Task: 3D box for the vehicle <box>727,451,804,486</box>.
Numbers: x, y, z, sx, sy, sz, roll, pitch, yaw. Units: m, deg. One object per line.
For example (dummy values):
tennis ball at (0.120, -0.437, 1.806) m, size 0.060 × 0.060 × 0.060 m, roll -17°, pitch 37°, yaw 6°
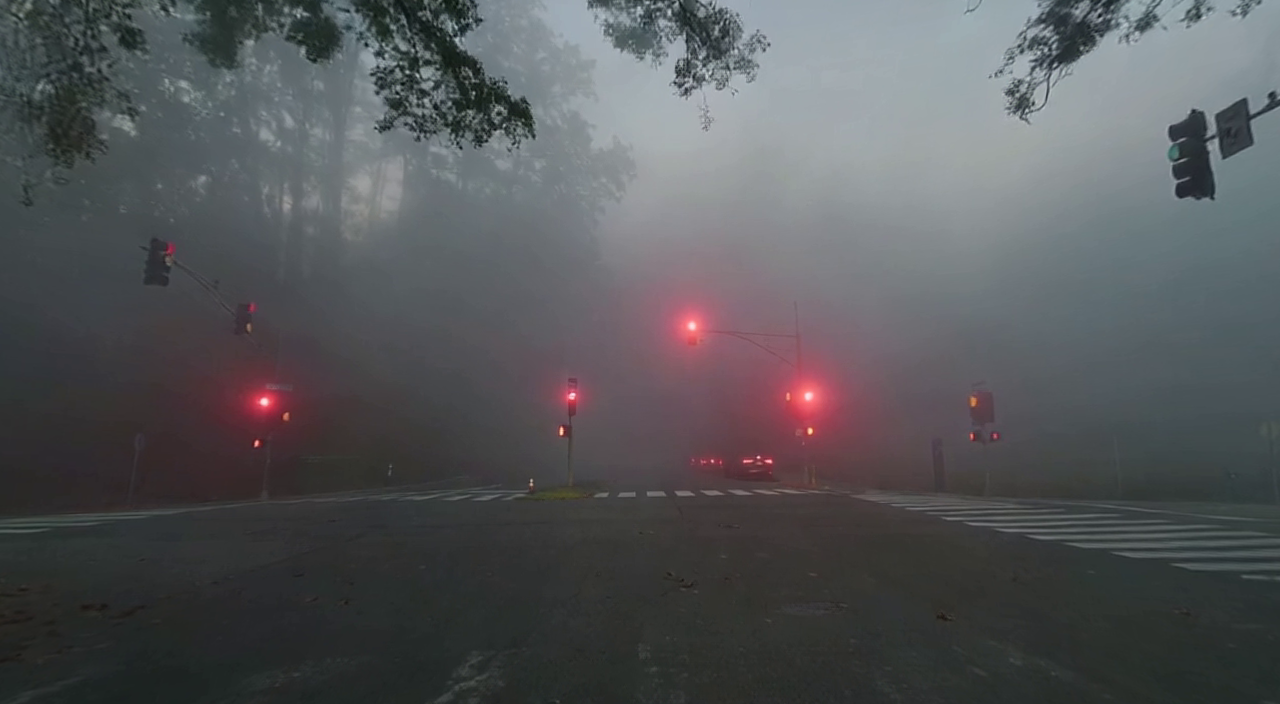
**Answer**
vehicle at (8.819, 8.253, 45.446) m, size 2.771 × 2.214 × 7.159 m, roll 2°, pitch -9°, yaw -12°
